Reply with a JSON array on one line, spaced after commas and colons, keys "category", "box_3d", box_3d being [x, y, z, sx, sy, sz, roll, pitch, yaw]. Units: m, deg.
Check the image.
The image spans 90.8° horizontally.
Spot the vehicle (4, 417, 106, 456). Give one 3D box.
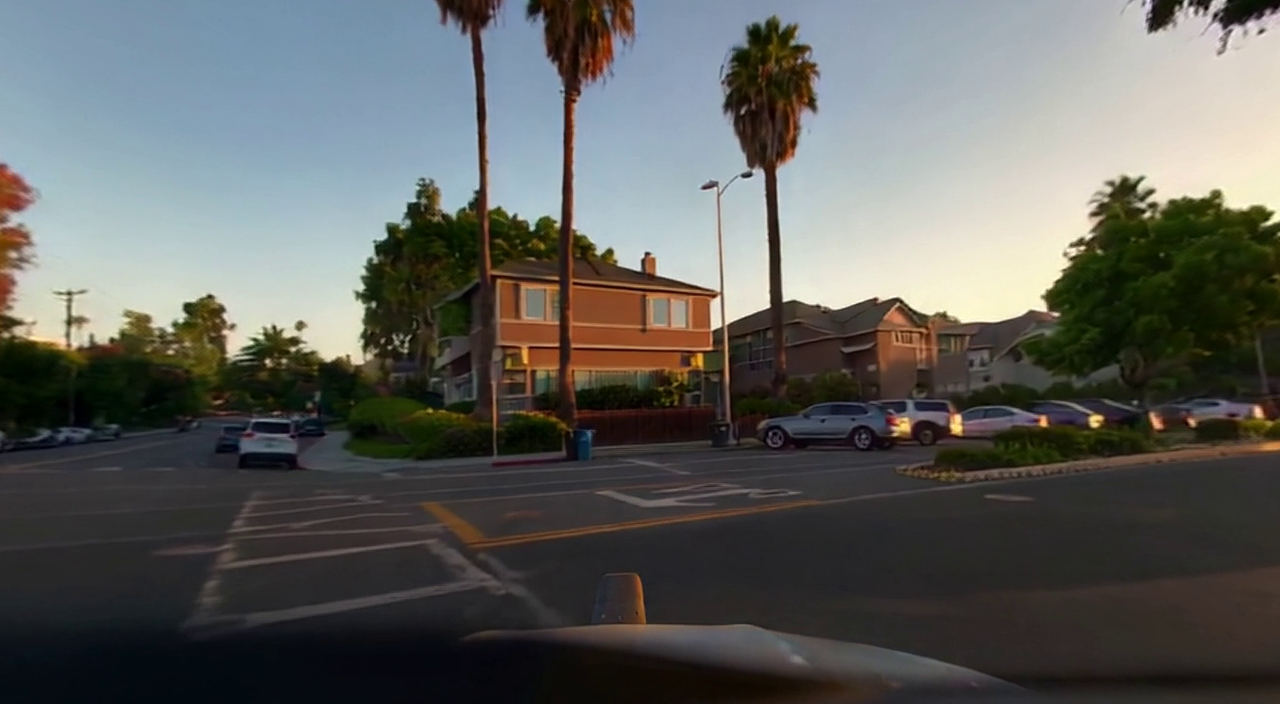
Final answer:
[{"category": "vehicle", "box_3d": [-25.446, 3.743, 27.672, 2.071, 1.538, 4.428, 4, -9, -27]}]

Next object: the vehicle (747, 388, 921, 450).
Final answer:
[{"category": "vehicle", "box_3d": [6.032, 2.227, 20.128, 4.866, 1.752, 1.998, -8, -12, 44]}]

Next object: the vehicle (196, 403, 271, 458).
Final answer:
[{"category": "vehicle", "box_3d": [-16.450, 3.265, 25.785, 2.154, 2.035, 4.261, 5, -10, -29]}]
